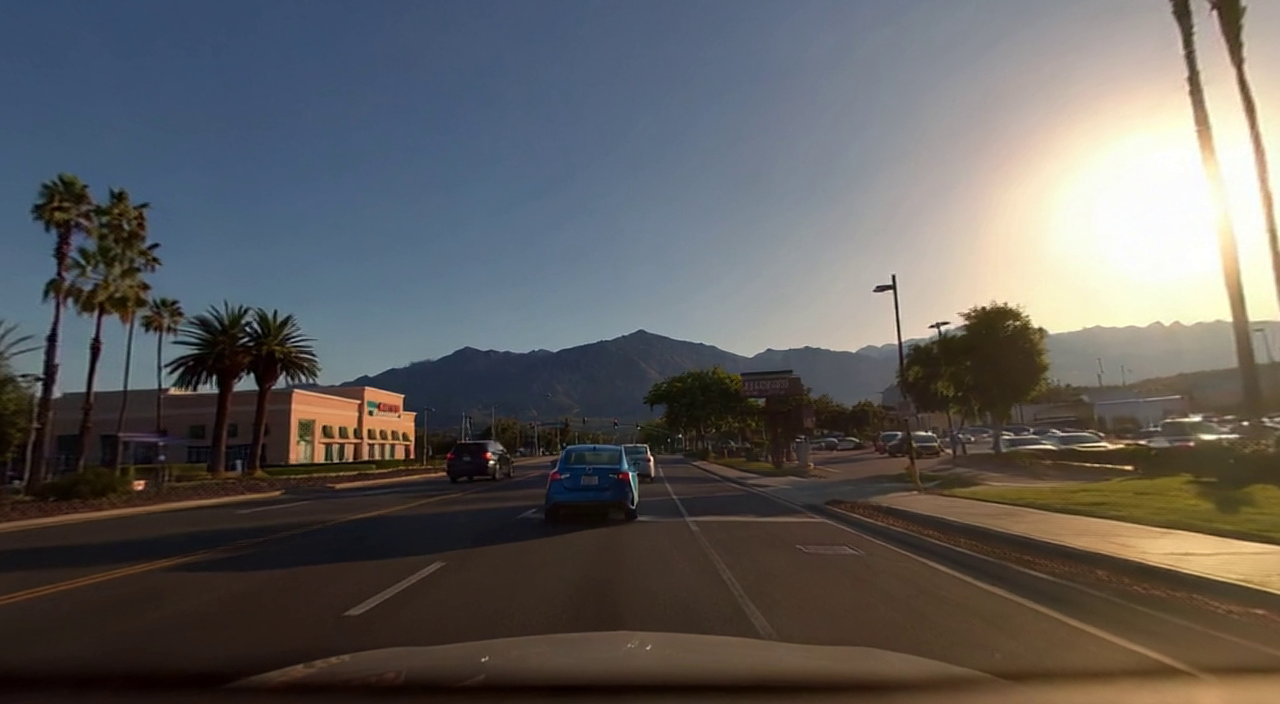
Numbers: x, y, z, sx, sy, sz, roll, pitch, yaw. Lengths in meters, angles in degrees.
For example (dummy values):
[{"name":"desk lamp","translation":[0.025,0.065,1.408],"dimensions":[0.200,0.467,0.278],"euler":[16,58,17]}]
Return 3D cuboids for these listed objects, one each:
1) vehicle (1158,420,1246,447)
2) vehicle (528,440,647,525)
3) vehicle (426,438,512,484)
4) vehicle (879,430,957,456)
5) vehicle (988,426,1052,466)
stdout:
[{"name":"vehicle","translation":[38.329,5.573,43.141],"dimensions":[4.321,1.578,1.958],"euler":[-2,-8,-7]},{"name":"vehicle","translation":[-0.996,2.577,13.017],"dimensions":[2.067,1.459,3.886],"euler":[0,-9,-2]},{"name":"vehicle","translation":[-7.725,4.955,29.174],"dimensions":[2.400,1.900,5.325],"euler":[0,-9,1]},{"name":"vehicle","translation":[19.065,6.285,43.529],"dimensions":[1.925,1.652,4.490],"euler":[6,-10,-35]},{"name":"vehicle","translation":[16.375,4.037,27.098],"dimensions":[1.961,1.526,4.640],"euler":[-6,-10,34]}]
